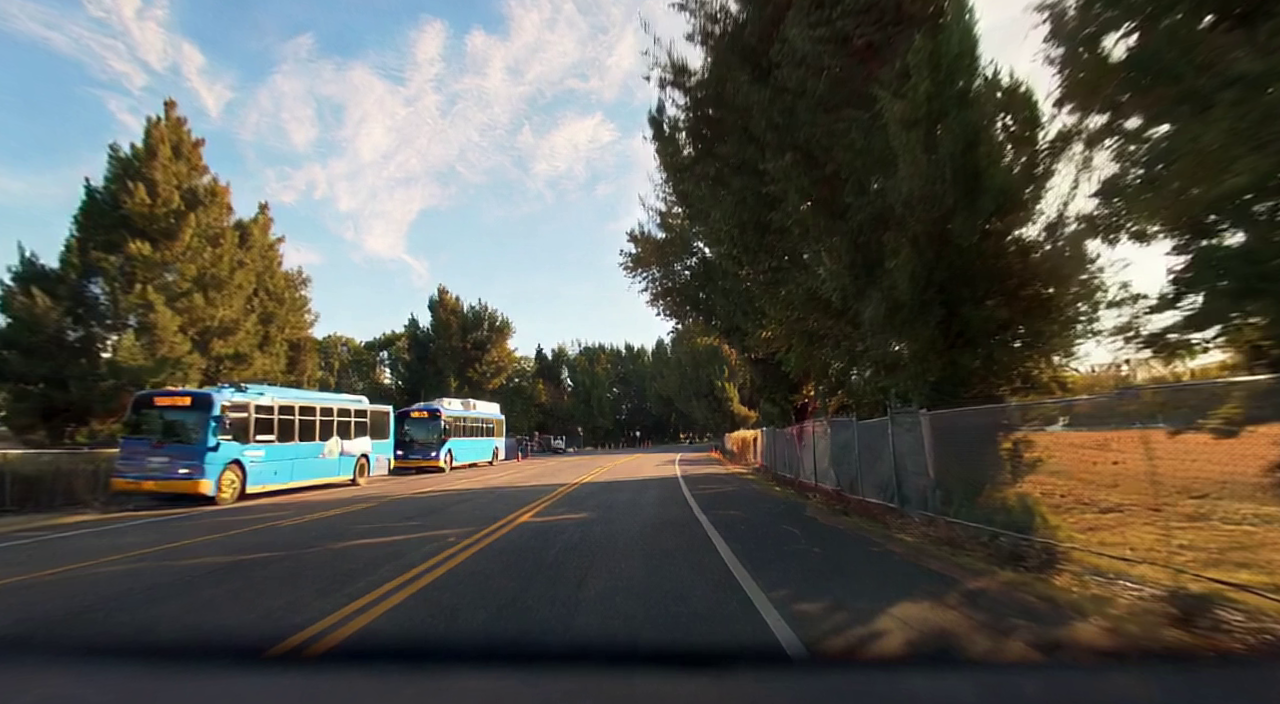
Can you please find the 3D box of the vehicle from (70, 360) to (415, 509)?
[{"bbox_3d":[-10.687,2.544,19.009,3.057,3.290,9.617,-1,-9,8],"label":"vehicle"}]

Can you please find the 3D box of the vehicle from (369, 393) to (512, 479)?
[{"bbox_3d":[-9.999,4.462,33.749,3.092,3.562,12.230,-3,-8,3],"label":"vehicle"}]
